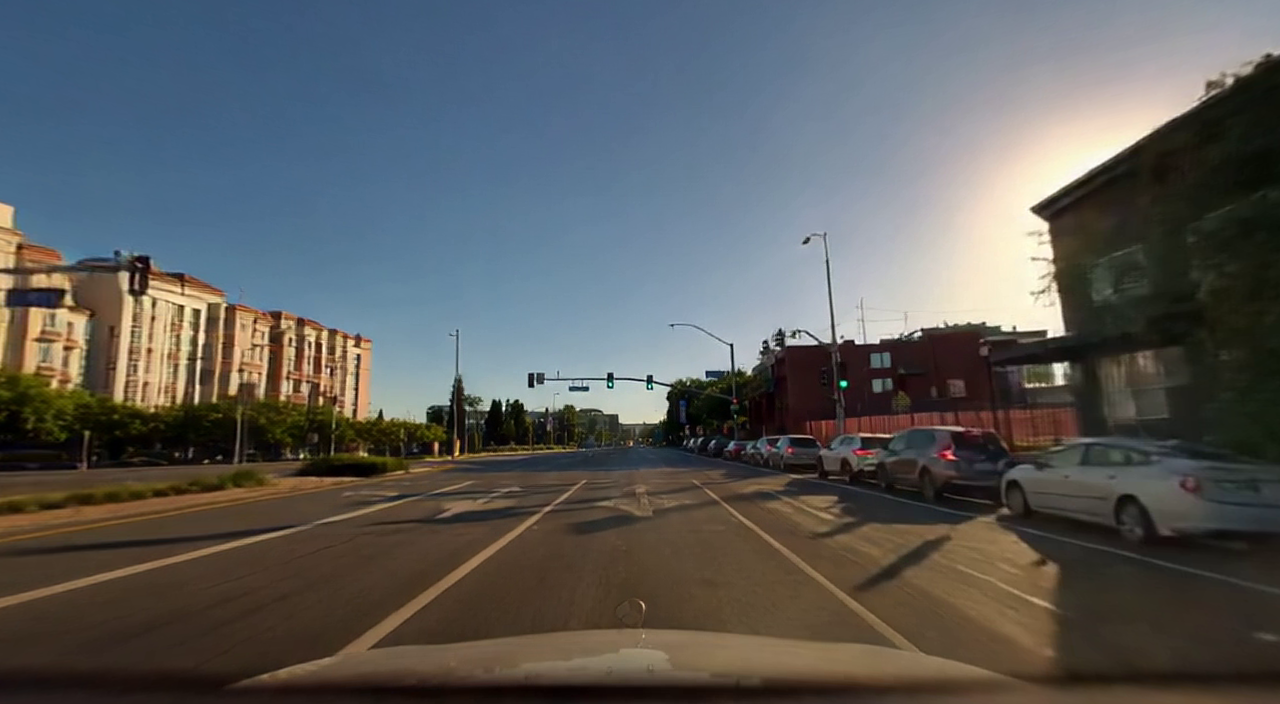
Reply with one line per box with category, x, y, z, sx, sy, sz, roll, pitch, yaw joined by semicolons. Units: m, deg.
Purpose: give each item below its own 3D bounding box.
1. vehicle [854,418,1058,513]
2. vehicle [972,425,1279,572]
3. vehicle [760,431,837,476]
vehicle;6.753;2.494;14.273;1.978;1.728;5.129;0;-9;0
vehicle;6.751;1.841;8.711;1.880;1.483;4.510;0;-9;1
vehicle;6.702;4.341;27.119;1.984;1.751;4.759;0;-9;-1
